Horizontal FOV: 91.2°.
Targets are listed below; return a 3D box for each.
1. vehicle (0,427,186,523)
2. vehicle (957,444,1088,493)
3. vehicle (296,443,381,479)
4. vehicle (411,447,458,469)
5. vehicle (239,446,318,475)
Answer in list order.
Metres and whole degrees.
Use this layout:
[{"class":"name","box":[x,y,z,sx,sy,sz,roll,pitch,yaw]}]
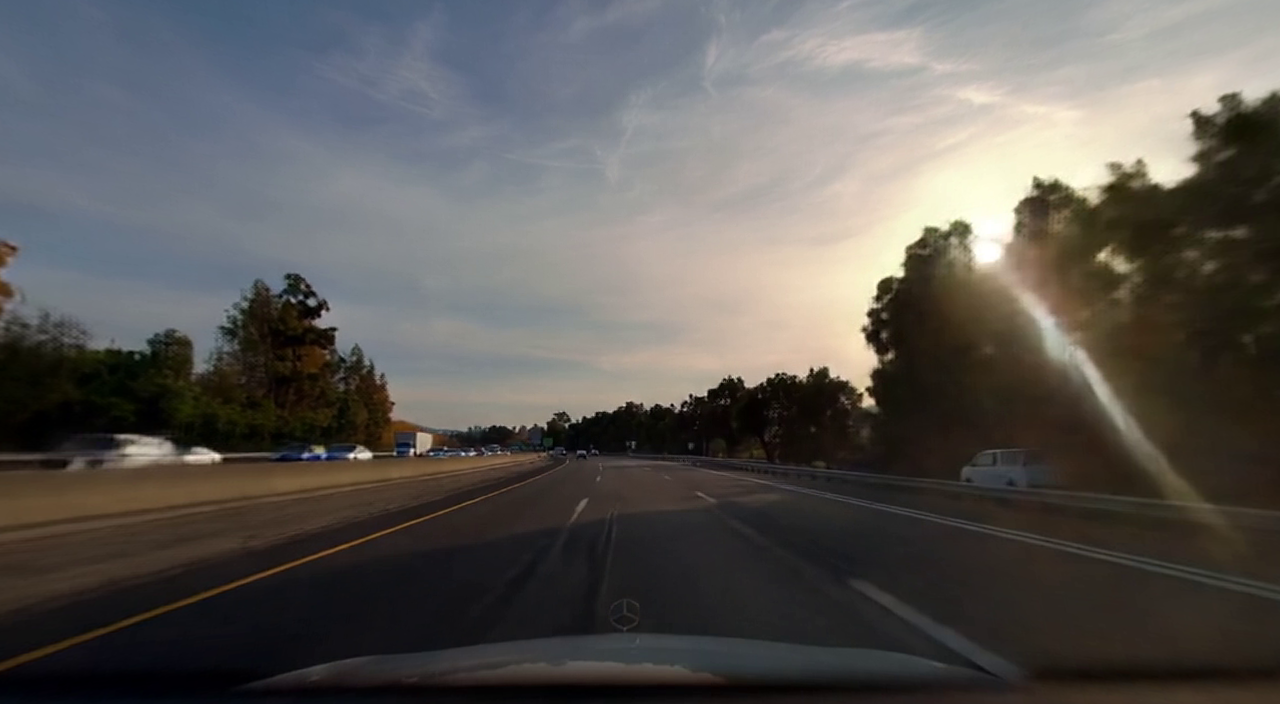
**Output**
[{"class":"vehicle","box":[-11.322,2.288,12.018,1.881,1.515,4.661,0,-9,-3]},{"class":"vehicle","box":[14.889,4.542,24.791,2.020,1.738,4.549,0,-9,-4]},{"class":"vehicle","box":[-13.545,4.919,28.474,1.842,1.507,4.406,0,-9,-3]},{"class":"vehicle","box":[-14.527,7.496,44.504,1.898,1.484,4.729,0,-9,-2]},{"class":"vehicle","box":[-20.138,6.060,35.129,1.879,1.501,4.593,0,-9,-3]}]
